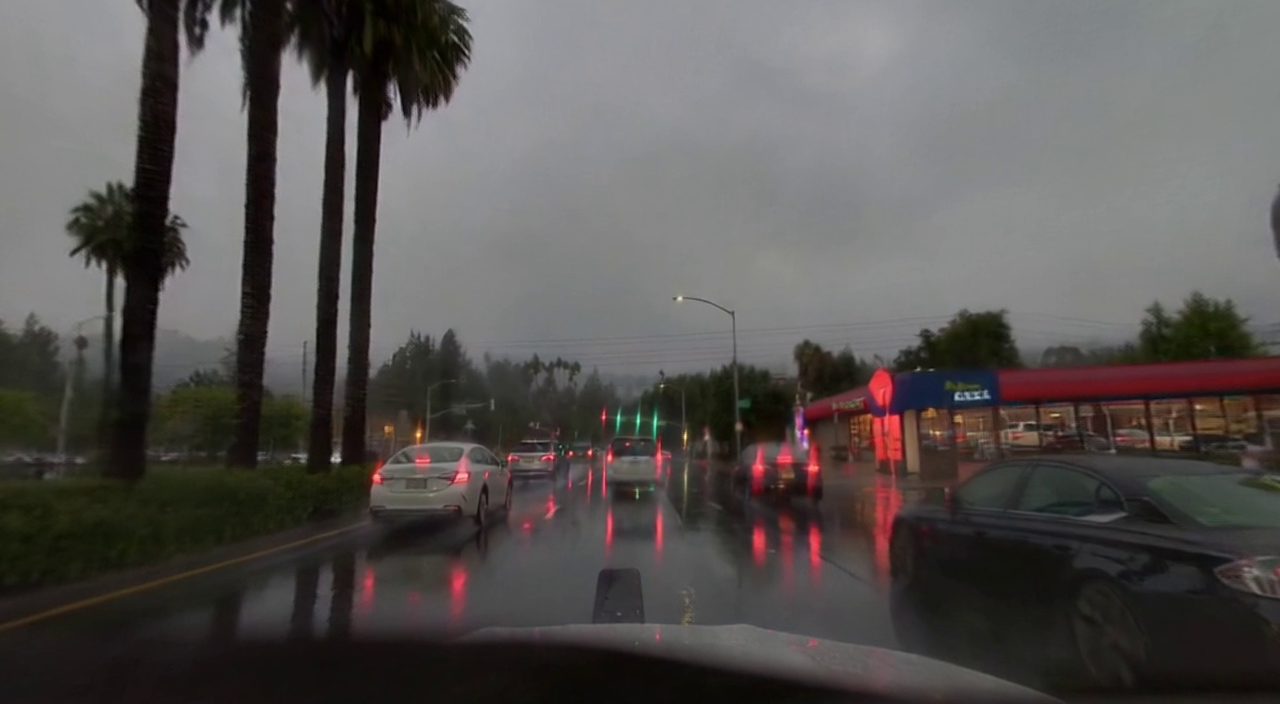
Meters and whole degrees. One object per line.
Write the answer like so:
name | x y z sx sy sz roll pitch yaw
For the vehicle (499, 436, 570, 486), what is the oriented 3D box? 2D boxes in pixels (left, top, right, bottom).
vehicle | -3.859 4.056 23.799 1.932 1.695 4.235 0 -8 0

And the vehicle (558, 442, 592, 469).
vehicle | -4.127 6.614 40.454 1.871 1.673 3.920 0 -8 -1

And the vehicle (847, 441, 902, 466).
vehicle | 13.788 5.980 37.279 1.833 1.392 3.588 0 -8 -1

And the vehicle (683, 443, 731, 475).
vehicle | 3.367 5.432 32.226 1.880 1.476 3.932 0 -8 -2

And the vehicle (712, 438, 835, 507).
vehicle | 3.147 2.942 15.911 1.977 1.480 4.589 0 -8 -2

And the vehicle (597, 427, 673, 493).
vehicle | -0.145 3.384 20.056 2.164 1.867 4.254 0 -8 0

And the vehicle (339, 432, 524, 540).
vehicle | -3.334 2.201 11.032 1.864 1.505 4.202 0 -8 -1

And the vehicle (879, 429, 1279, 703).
vehicle | 3.612 1.357 4.697 1.867 1.448 4.436 0 -8 0
